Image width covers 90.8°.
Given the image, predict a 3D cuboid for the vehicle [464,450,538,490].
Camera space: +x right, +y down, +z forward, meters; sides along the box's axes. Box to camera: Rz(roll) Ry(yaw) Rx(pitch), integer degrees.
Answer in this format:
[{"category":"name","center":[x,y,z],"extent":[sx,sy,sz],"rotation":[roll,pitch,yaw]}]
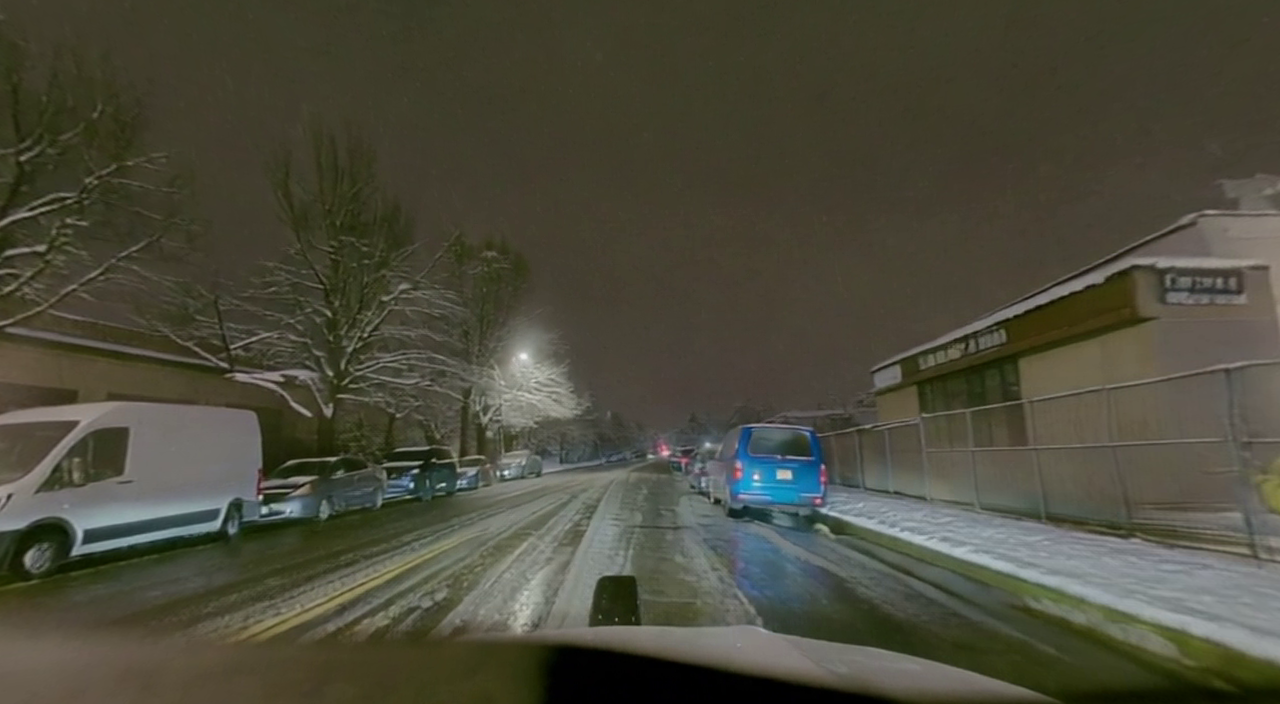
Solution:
[{"category":"vehicle","center":[-7.336,6.260,34.063],"extent":[2.504,1.919,5.658],"rotation":[0,-8,2]}]

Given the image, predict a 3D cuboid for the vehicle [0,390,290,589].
[{"category":"vehicle","center":[-8.138,2.040,10.046],"extent":[2.435,2.308,4.937],"rotation":[-4,-8,-1]}]

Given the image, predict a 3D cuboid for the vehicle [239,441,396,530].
[{"category":"vehicle","center":[-7.992,3.280,16.163],"extent":[1.857,1.908,4.081],"rotation":[-2,-8,0]}]

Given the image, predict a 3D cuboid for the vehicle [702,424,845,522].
[{"category":"vehicle","center":[3.057,2.942,16.078],"extent":[2.327,2.021,5.850],"rotation":[0,-8,0]}]

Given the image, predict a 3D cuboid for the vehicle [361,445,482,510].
[{"category":"vehicle","center":[-7.652,4.404,22.909],"extent":[2.304,1.937,5.720],"rotation":[-2,-8,1]}]
